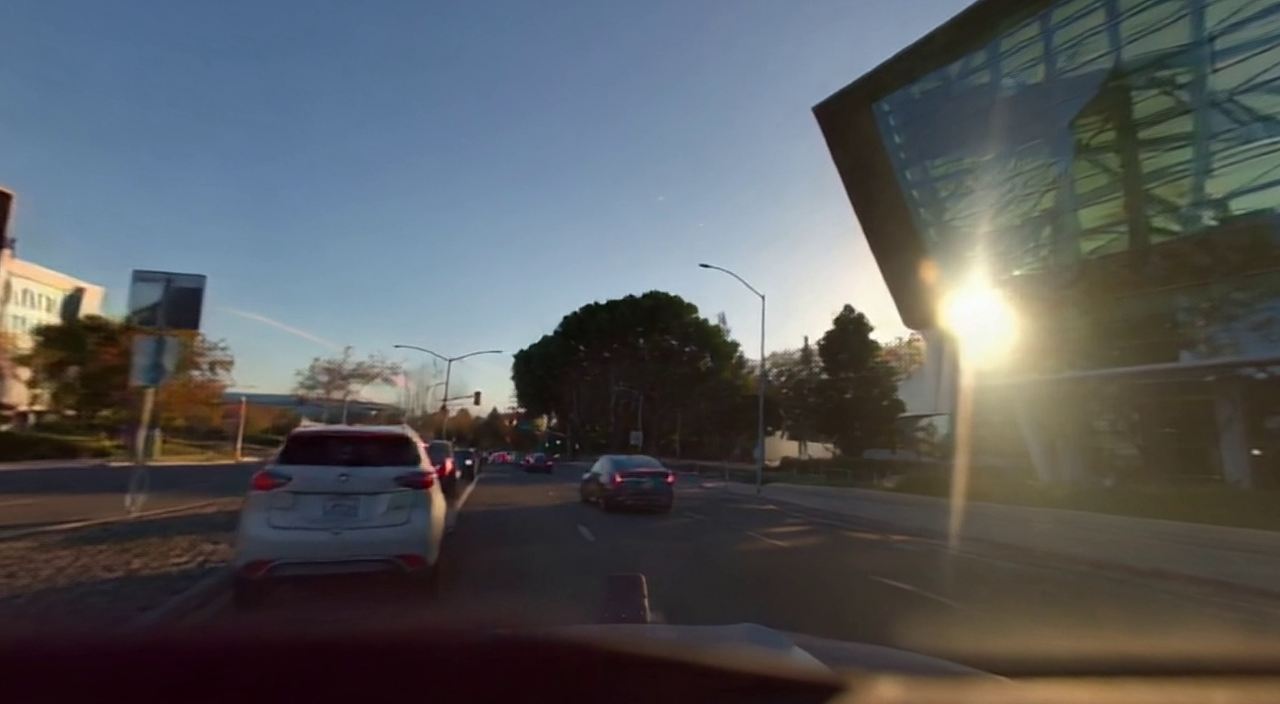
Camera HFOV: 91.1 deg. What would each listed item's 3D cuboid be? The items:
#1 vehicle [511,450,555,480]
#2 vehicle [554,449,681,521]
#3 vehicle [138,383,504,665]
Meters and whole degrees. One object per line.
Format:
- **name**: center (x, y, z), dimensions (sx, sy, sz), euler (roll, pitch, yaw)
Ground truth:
- **vehicle**: center (-7.034, 7.304, 40.840), dimensions (2.301, 1.716, 4.856), euler (5, -10, -14)
- **vehicle**: center (-0.809, 3.517, 17.212), dimensions (2.205, 1.537, 4.895), euler (7, -10, -16)
- **vehicle**: center (-2.974, 1.510, 6.820), dimensions (2.275, 1.819, 4.883), euler (3, -9, -19)
